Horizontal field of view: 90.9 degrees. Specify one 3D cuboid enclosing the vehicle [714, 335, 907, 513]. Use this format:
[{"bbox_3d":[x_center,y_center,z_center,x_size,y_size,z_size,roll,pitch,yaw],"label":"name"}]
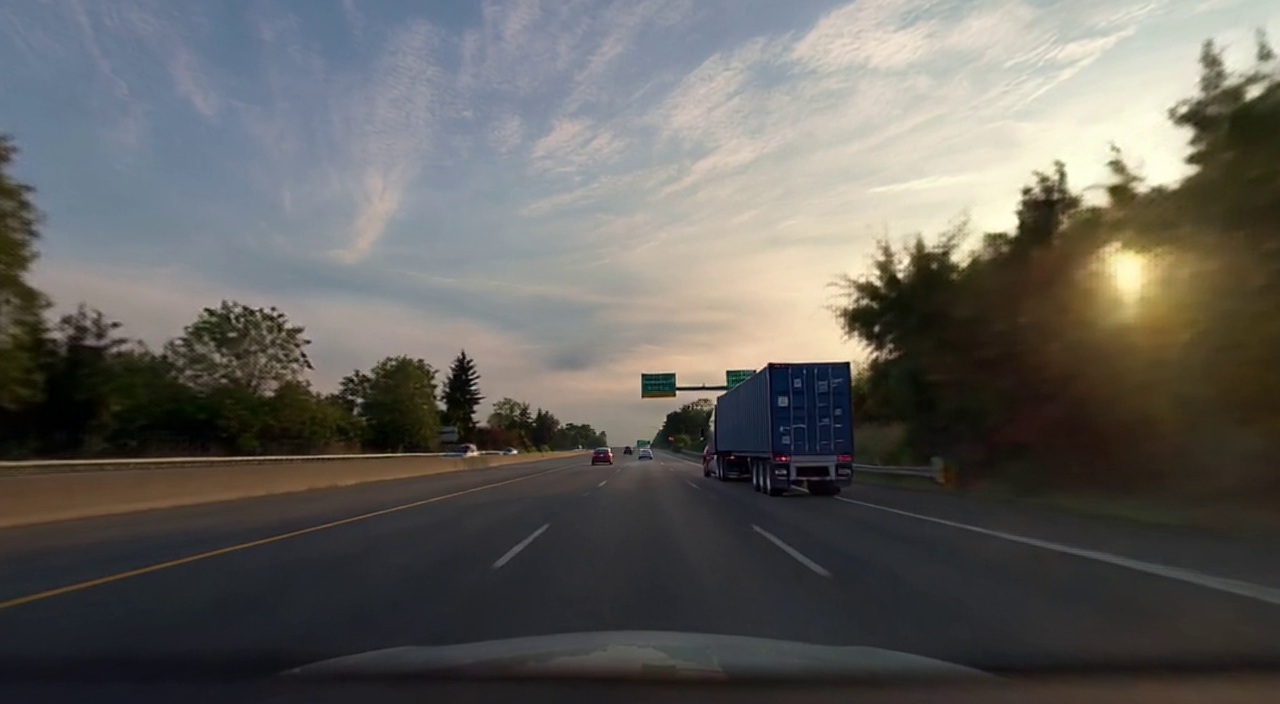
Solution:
[{"bbox_3d":[4.595,2.612,20.799,2.821,4.046,12.876,0,-9,0],"label":"vehicle"}]
